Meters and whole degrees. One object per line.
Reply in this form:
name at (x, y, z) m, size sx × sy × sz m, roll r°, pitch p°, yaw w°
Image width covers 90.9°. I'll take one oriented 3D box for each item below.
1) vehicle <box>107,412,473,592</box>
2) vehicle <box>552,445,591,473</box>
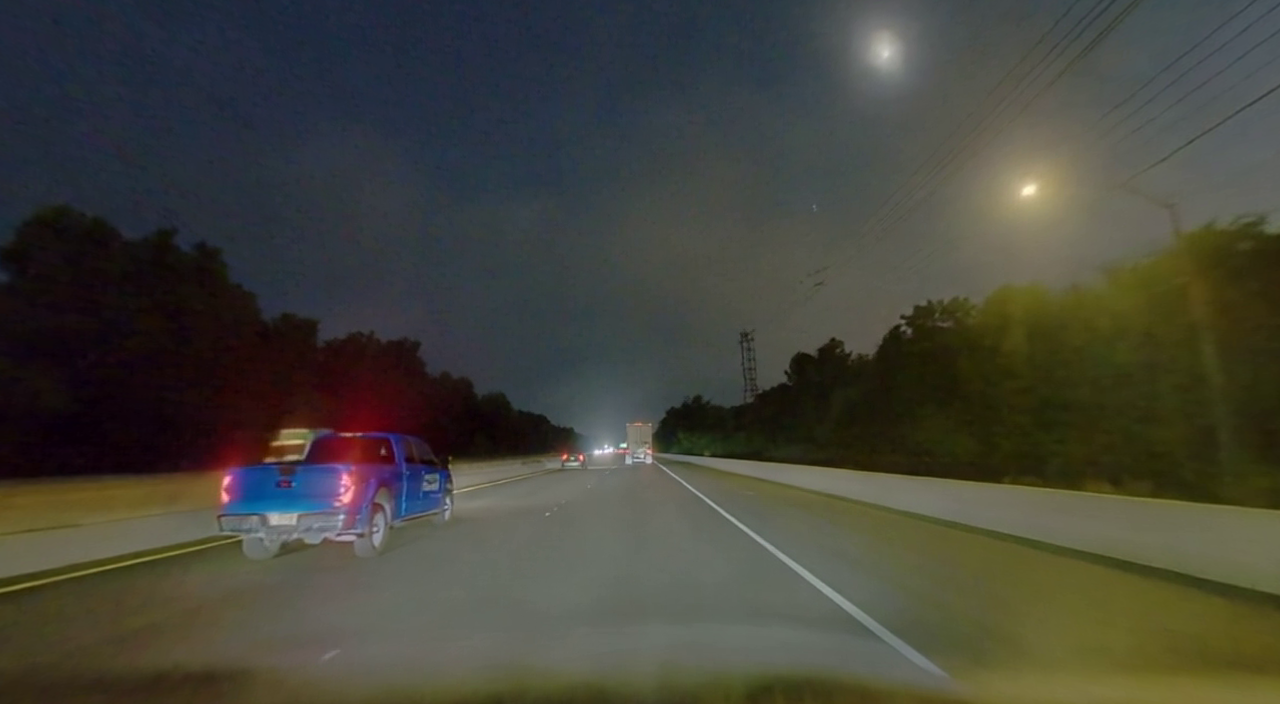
vehicle at (-4.002, 1.805, 8.547) m, size 2.049 × 1.697 × 4.998 m, roll 0°, pitch -9°, yaw 0°
vehicle at (-4.448, 6.995, 41.444) m, size 2.111 × 1.735 × 4.066 m, roll 0°, pitch -9°, yaw 1°
